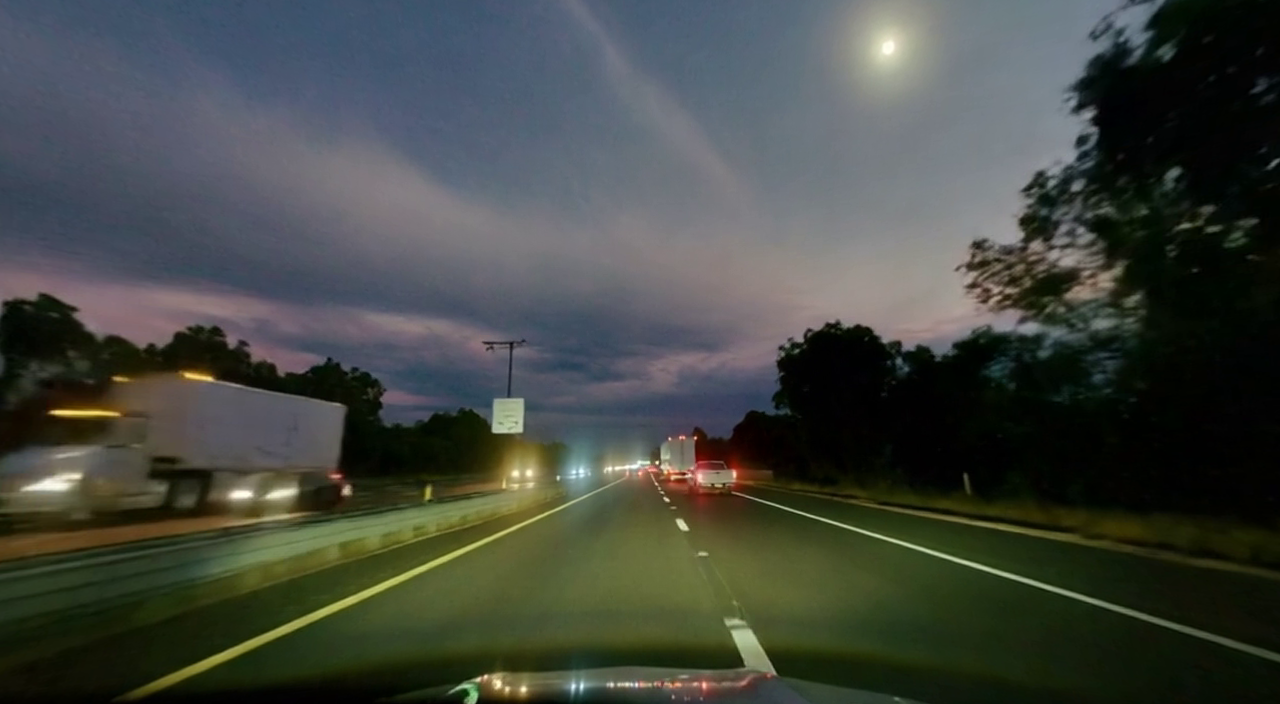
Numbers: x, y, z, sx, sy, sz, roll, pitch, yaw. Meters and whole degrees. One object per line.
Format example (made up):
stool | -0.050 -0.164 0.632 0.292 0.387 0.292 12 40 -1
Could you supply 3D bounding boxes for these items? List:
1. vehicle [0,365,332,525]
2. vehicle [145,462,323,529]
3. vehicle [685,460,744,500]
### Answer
vehicle | -14.403 3.219 20.870 2.926 3.944 10.427 1 -10 1
vehicle | -10.095 3.581 16.112 1.881 1.438 3.903 1 -10 1
vehicle | 3.331 5.836 28.975 2.124 1.662 4.641 1 -10 0
